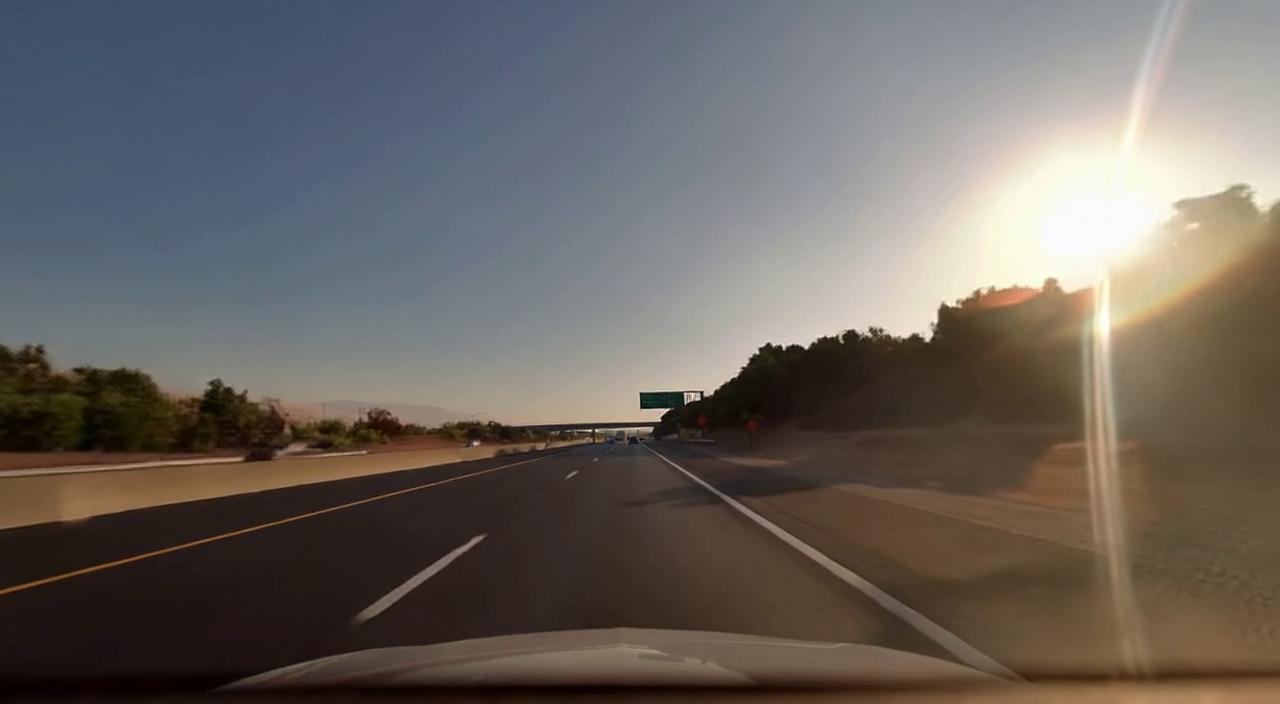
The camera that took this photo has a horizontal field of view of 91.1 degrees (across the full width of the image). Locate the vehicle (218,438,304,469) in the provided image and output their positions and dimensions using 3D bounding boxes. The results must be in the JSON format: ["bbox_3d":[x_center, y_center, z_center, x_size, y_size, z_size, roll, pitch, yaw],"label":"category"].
[{"bbox_3d":[-20.250,5.430,33.857,1.893,1.544,4.441,0,-8,-1],"label":"vehicle"}]
